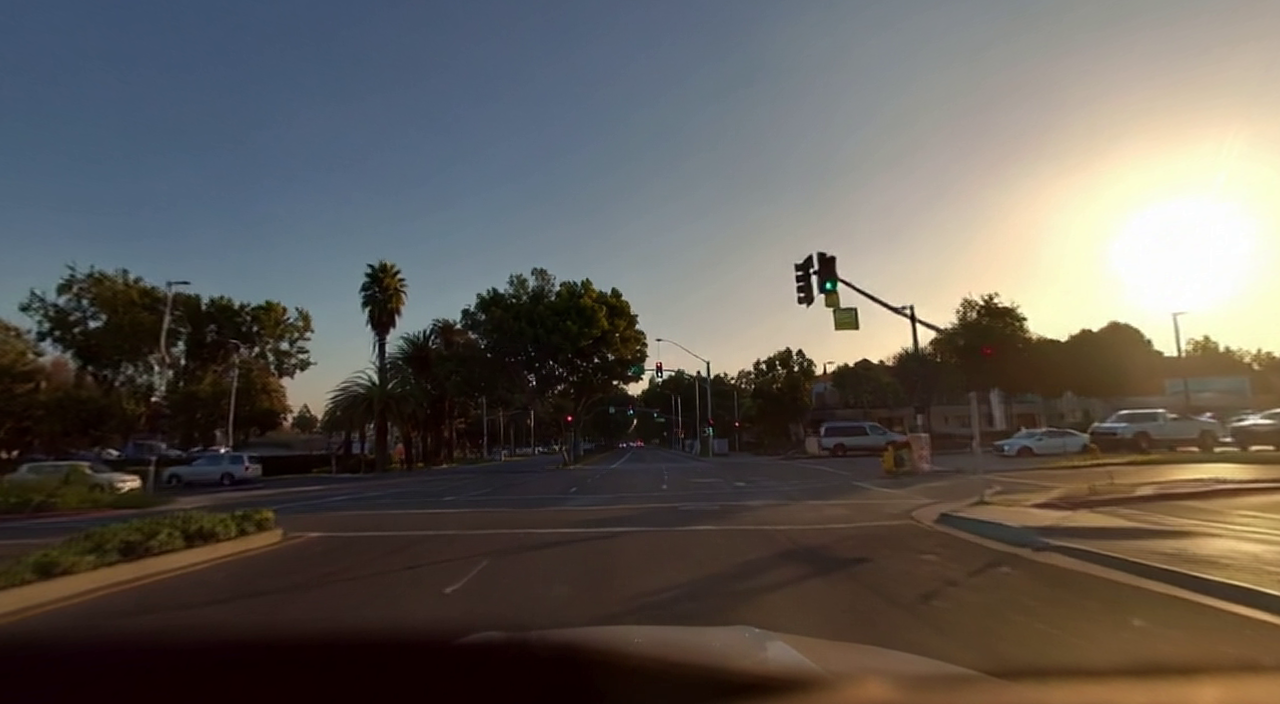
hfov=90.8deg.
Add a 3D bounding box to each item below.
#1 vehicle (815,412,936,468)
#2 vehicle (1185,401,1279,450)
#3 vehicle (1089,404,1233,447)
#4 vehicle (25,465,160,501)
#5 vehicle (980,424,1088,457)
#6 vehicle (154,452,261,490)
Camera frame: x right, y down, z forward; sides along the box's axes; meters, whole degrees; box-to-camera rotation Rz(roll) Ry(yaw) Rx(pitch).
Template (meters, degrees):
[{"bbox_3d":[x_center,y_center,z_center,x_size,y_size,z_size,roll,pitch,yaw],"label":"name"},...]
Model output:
[{"bbox_3d":[13.303,5.178,37.040,2.944,2.783,10.332,0,-8,-1],"label":"vehicle"},{"bbox_3d":[29.905,3.487,29.804,6.052,2.171,2.511,0,-8,-2],"label":"vehicle"},{"bbox_3d":[28.927,4.136,35.257,5.625,2.303,2.592,0,-8,2],"label":"vehicle"},{"bbox_3d":[-25.823,6.175,29.918,4.448,1.525,1.835,1,-9,-5],"label":"vehicle"},{"bbox_3d":[21.608,4.890,34.782,4.578,1.756,2.042,0,-8,-4],"label":"vehicle"},{"bbox_3d":[-25.912,7.132,38.004,5.056,1.839,1.957,-3,-6,-1],"label":"vehicle"}]
